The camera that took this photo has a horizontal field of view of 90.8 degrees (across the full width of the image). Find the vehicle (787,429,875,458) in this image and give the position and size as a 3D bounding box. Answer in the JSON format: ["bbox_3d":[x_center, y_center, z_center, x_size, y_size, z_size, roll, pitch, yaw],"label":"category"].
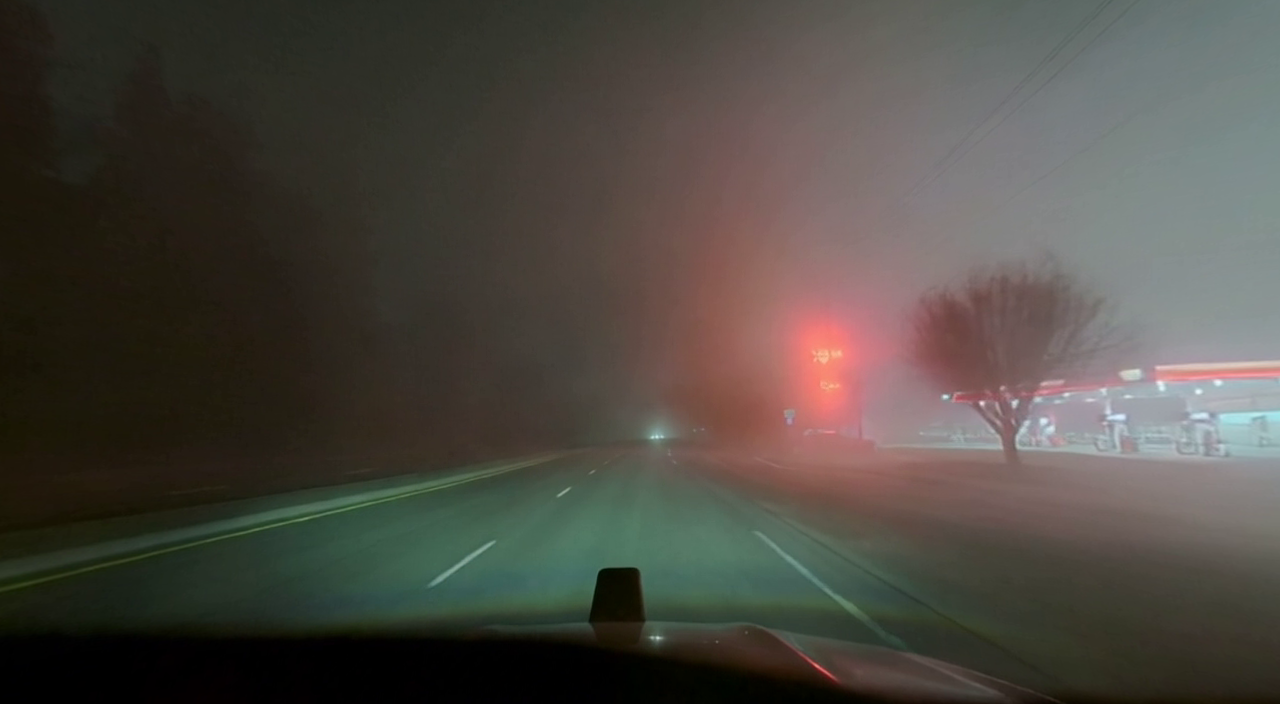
[{"bbox_3d":[10.979,5.281,36.551,4.476,1.629,1.953,0,-8,-1],"label":"vehicle"}]
